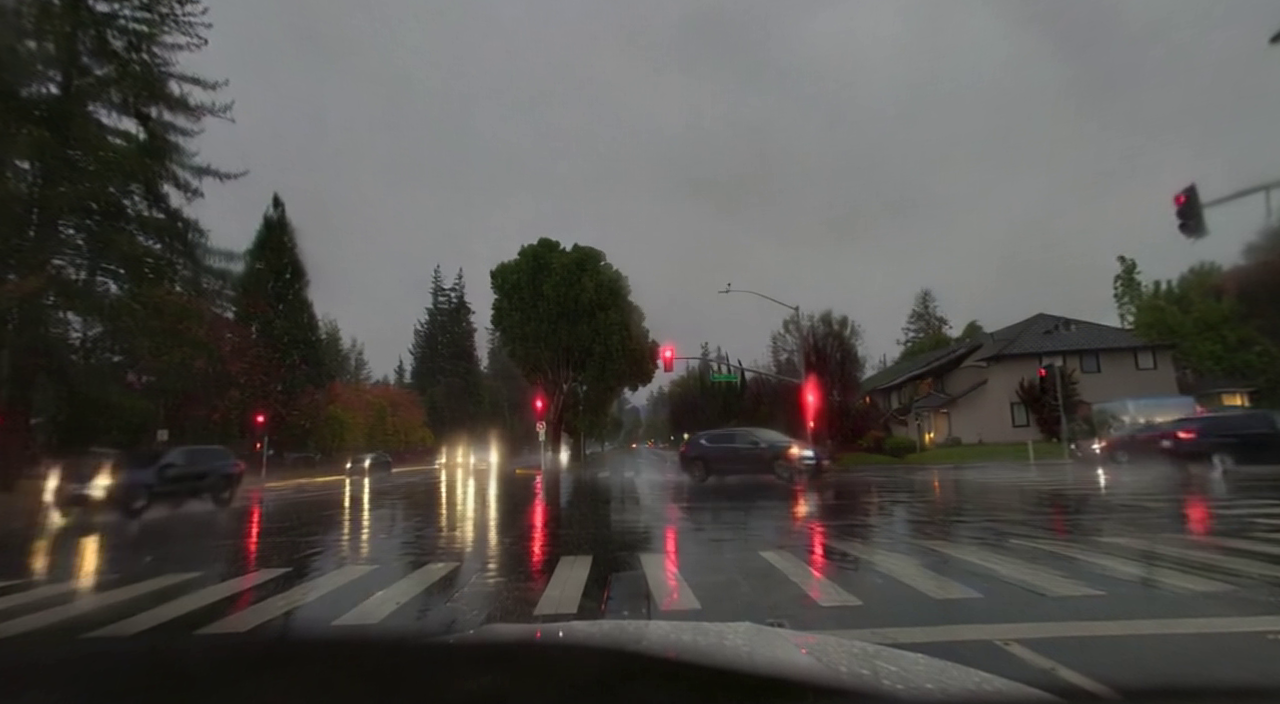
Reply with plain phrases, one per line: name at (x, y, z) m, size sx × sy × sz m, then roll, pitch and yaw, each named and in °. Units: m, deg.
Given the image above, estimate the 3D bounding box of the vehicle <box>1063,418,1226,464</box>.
vehicle at (17.332, 3.081, 21.805) m, size 3.969 × 1.493 × 1.823 m, roll -1°, pitch -9°, yaw 1°

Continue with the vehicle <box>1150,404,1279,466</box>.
vehicle at (18.168, 2.383, 18.038) m, size 5.217 × 1.673 × 2.006 m, roll -1°, pitch -9°, yaw 2°

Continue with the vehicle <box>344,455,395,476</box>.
vehicle at (-20.766, 8.680, 48.543) m, size 1.872 × 1.455 × 4.576 m, roll 0°, pitch -9°, yaw 1°

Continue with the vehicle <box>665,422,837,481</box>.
vehicle at (3.641, 3.318, 21.041) m, size 5.188 × 1.731 × 2.191 m, roll -5°, pitch -10°, yaw 30°

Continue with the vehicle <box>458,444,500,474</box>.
vehicle at (-8.712, 5.814, 34.491) m, size 2.017 × 1.496 × 4.749 m, roll 2°, pitch -9°, yaw -12°

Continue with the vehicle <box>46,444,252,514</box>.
vehicle at (-14.268, 3.678, 18.865) m, size 2.093 × 1.769 × 4.971 m, roll 0°, pitch -9°, yaw 1°
